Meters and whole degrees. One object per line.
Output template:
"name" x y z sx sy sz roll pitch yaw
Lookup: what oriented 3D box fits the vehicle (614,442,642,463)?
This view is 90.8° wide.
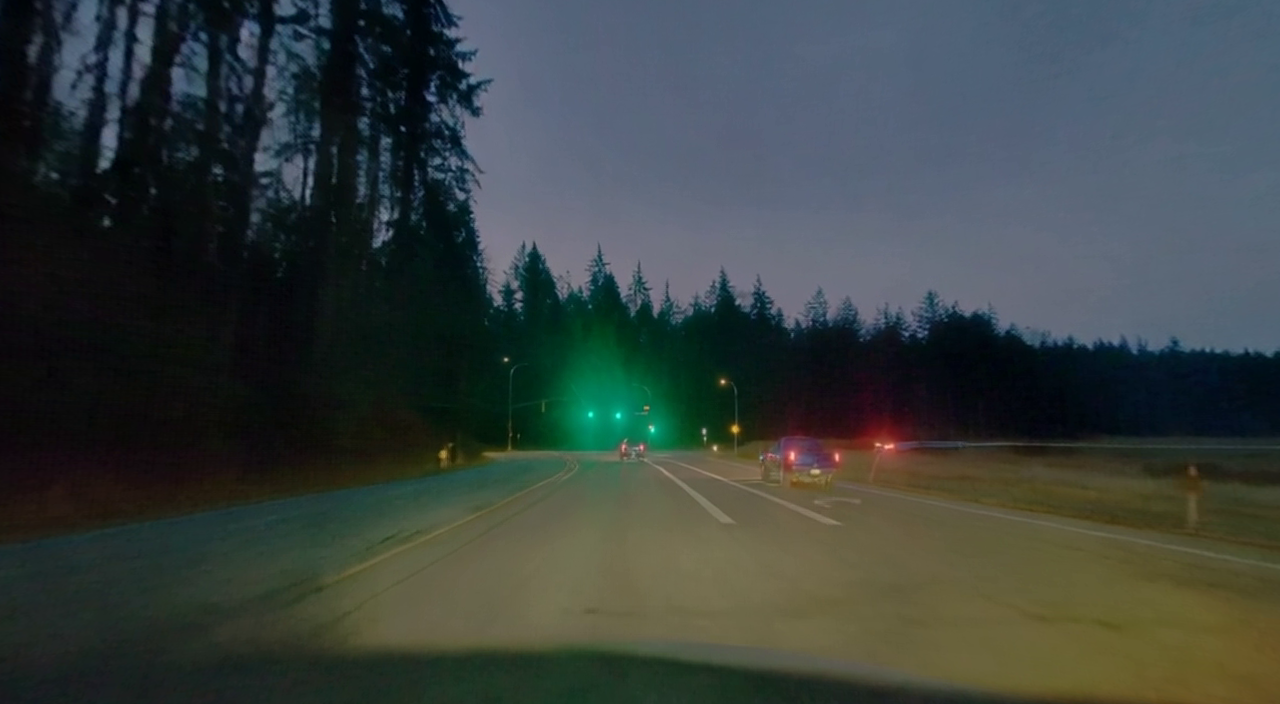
"vehicle" -0.949 7.529 47.420 2.042 1.489 3.963 0 -8 -2
